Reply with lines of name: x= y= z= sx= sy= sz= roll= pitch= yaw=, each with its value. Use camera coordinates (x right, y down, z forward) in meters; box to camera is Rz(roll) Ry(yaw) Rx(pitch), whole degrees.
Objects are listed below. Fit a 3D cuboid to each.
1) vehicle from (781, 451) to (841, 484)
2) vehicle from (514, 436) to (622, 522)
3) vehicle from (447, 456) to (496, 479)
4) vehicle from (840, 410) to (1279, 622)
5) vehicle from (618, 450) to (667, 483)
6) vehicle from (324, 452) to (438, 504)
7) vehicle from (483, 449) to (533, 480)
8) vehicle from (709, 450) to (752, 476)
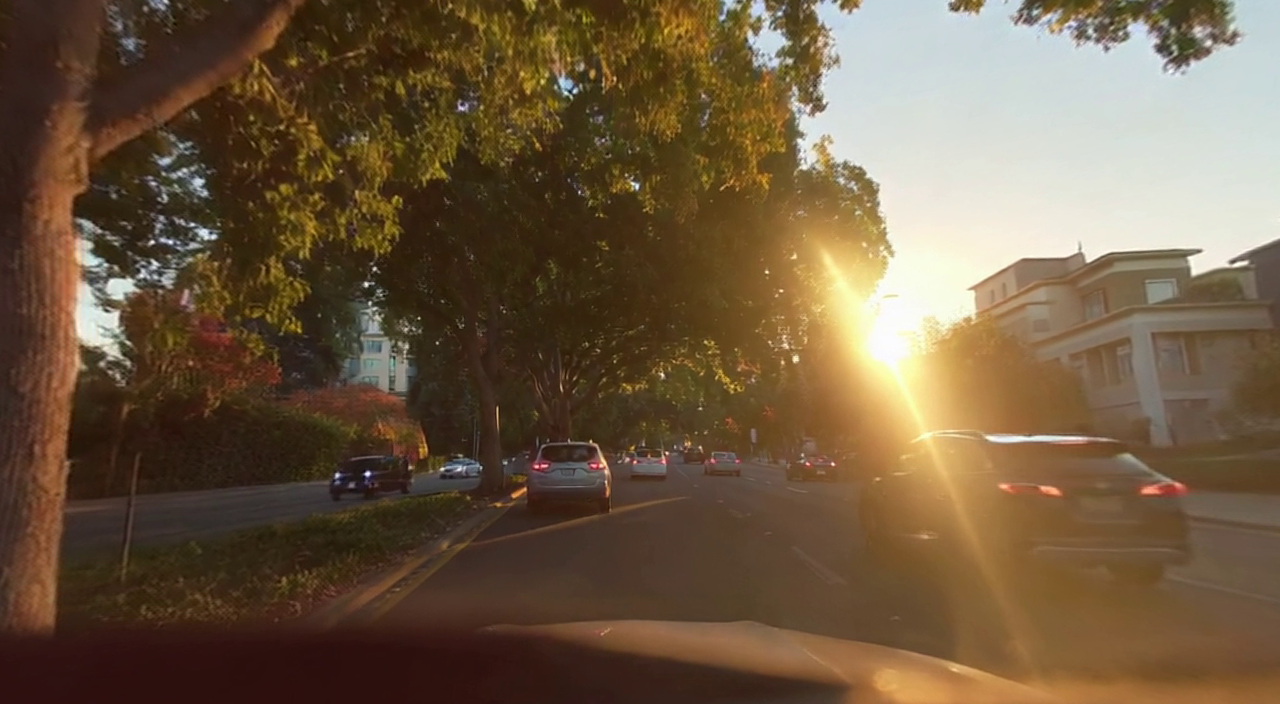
vehicle: x=8.378 y=5.657 z=31.316 sx=1.977 sy=1.485 sz=4.308 roll=0 pitch=-9 yaw=3
vehicle: x=-1.571 y=2.789 z=14.383 sx=2.106 sy=1.655 sz=3.717 roll=1 pitch=-9 yaw=-5
vehicle: x=-11.653 y=8.004 z=44.049 sx=2.126 sy=1.434 sz=4.305 roll=0 pitch=-9 yaw=2
vehicle: x=4.162 y=1.666 z=7.385 sx=2.220 sy=1.715 sz=4.335 roll=0 pitch=-9 yaw=0
vehicle: x=0.127 y=5.405 z=30.120 sx=2.161 sy=1.445 sz=3.772 roll=0 pitch=-9 yaw=1
vehicle: x=-8.387 y=4.083 z=20.932 sx=1.966 sy=1.489 sz=4.099 roll=0 pitch=-9 yaw=1
vehicle: x=-8.084 y=6.928 z=39.227 sx=2.026 sy=1.755 sz=4.430 roll=0 pitch=-9 yaw=2
vehicle: x=5.513 y=6.867 z=39.193 sx=2.175 sy=1.477 sz=4.520 roll=0 pitch=-9 yaw=3
